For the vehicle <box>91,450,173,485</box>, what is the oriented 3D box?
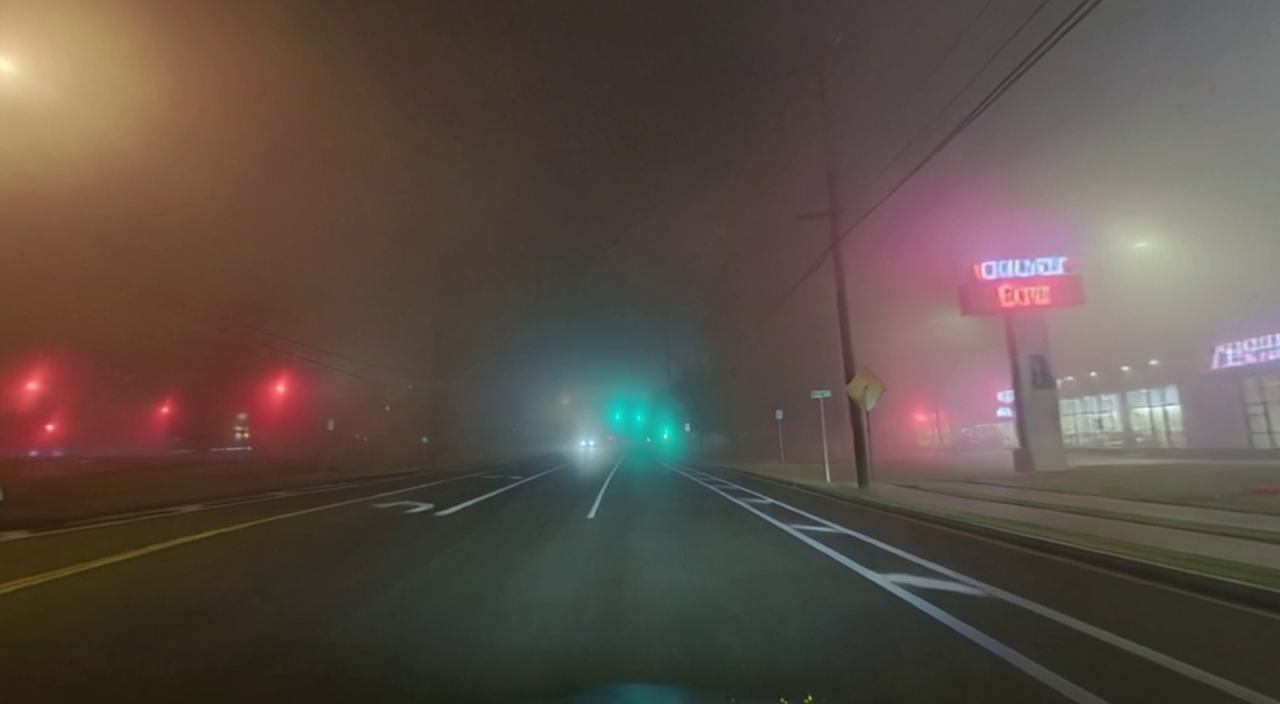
[{"bbox_3d":[-28.313,6.357,35.064,4.811,1.756,2.070,-6,-10,34],"label":"vehicle"}]
